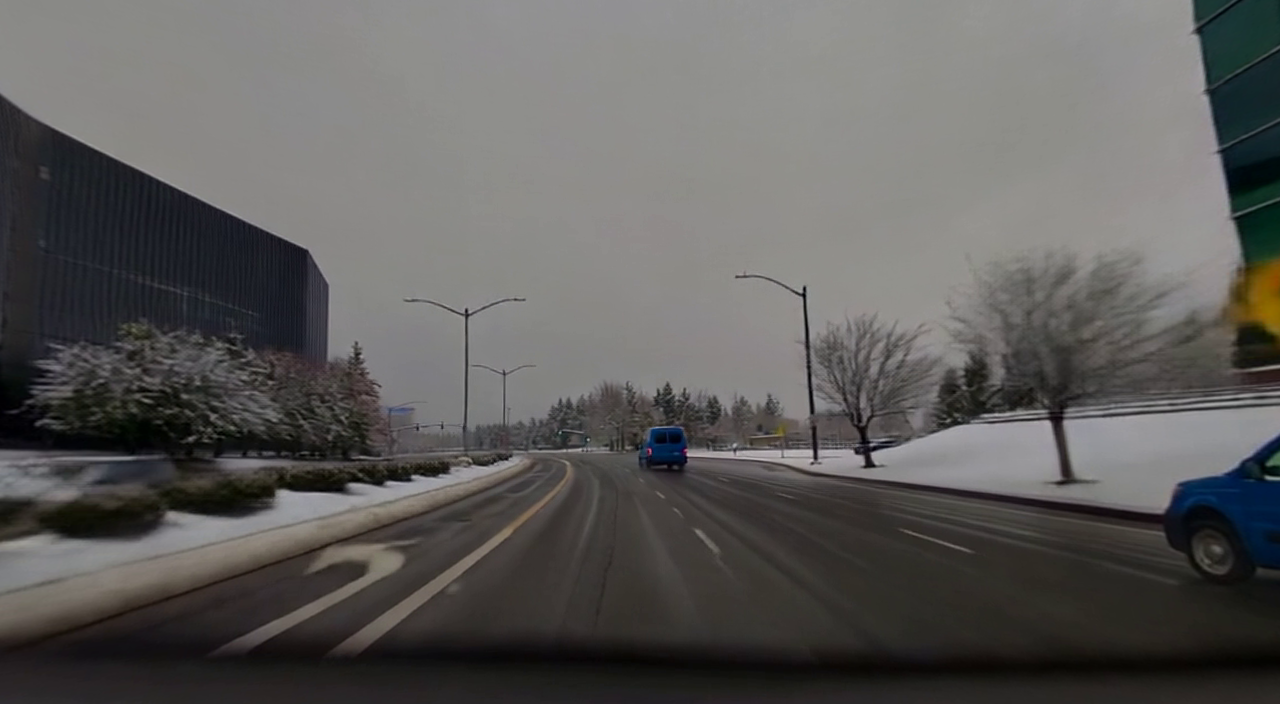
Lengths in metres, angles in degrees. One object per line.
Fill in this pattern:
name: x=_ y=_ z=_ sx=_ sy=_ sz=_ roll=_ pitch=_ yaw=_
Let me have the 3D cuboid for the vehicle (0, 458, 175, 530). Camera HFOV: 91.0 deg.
vehicle: x=-14.565 y=3.515 z=16.147 sx=1.893 sy=1.447 sz=4.581 roll=0 pitch=-8 yaw=-3

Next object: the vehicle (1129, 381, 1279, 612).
vehicle: x=5.847 y=0.964 z=3.894 sx=1.992 sy=1.726 sz=4.434 roll=0 pitch=-8 yaw=-1

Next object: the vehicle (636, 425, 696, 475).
vehicle: x=1.186 y=4.830 z=31.284 sx=2.339 sy=2.244 sz=4.817 roll=1 pitch=-8 yaw=-6
